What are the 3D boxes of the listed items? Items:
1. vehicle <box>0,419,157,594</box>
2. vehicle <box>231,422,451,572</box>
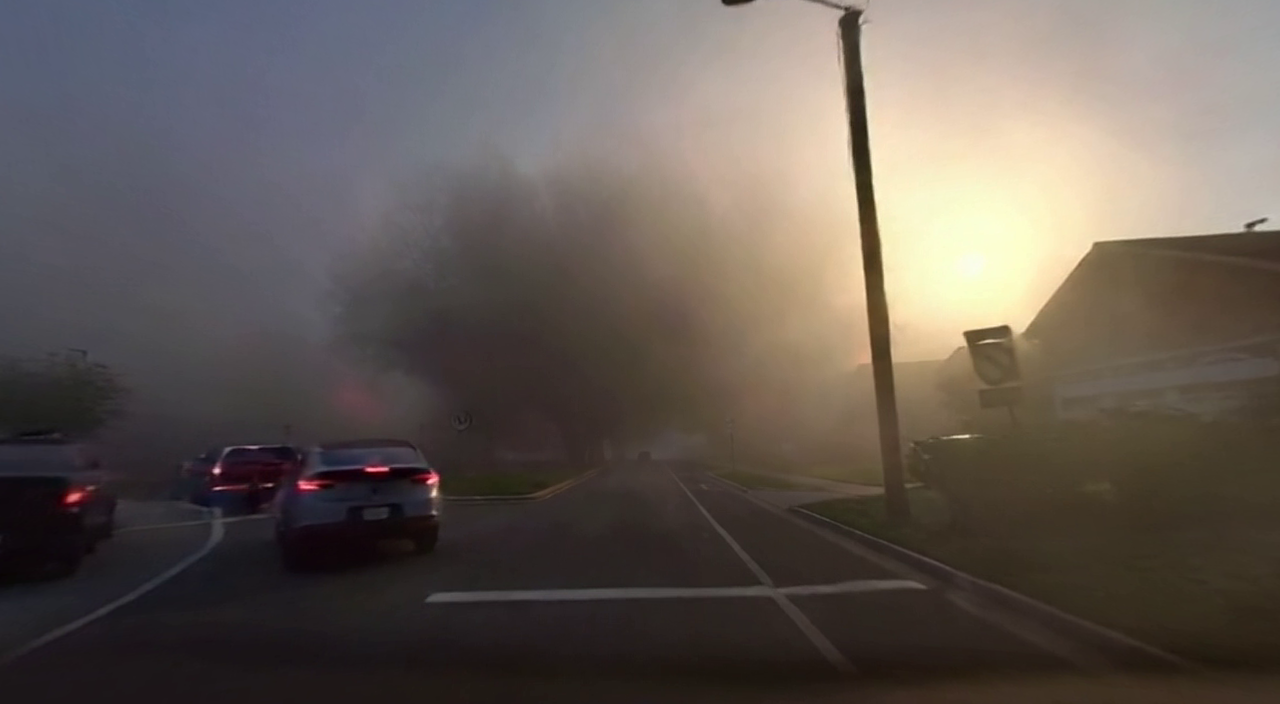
[{"bbox_3d":[-7.923,1.780,7.976,2.043,1.675,4.816,5,-10,-29],"label":"vehicle"},{"bbox_3d":[-4.386,1.962,9.406,2.290,1.653,4.127,4,-9,-25],"label":"vehicle"}]
